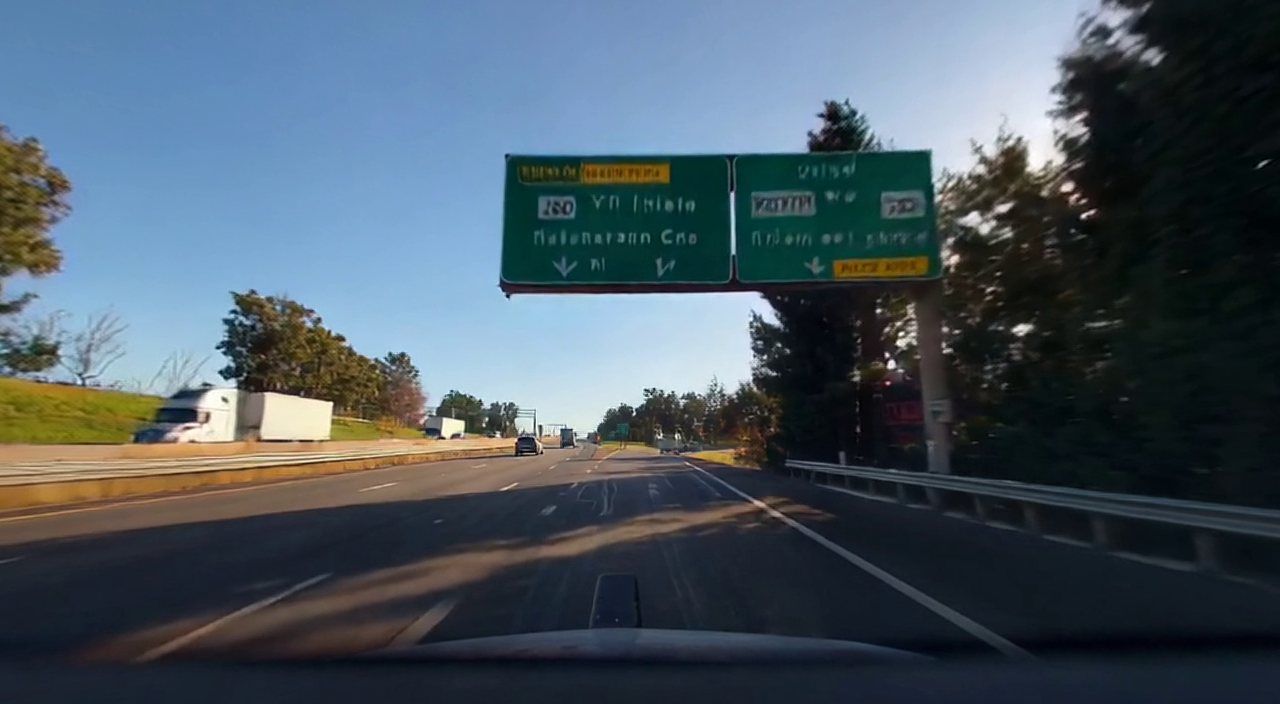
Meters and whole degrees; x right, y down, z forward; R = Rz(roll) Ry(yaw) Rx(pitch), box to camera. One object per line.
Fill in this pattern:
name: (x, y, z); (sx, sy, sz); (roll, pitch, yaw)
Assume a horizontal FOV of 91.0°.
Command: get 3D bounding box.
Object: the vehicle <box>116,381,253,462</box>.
vehicle: (-23.920, 3.752, 33.510); (2.978, 3.888, 5.814); (0, -8, -3)
